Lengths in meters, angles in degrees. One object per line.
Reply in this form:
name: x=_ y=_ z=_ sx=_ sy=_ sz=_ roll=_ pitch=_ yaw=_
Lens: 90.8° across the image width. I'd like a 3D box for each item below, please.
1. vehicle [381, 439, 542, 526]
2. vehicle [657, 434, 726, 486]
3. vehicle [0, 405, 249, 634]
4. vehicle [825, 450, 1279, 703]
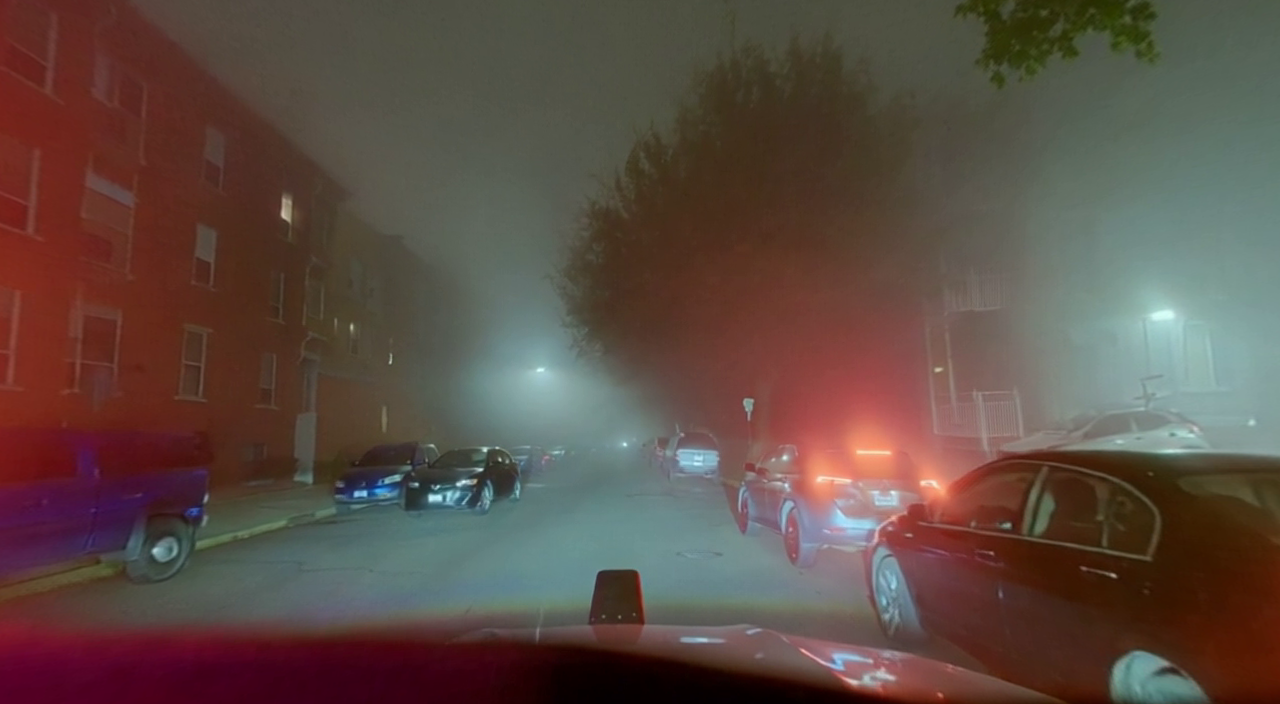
vehicle: x=-3.529 y=2.639 z=13.466 sx=1.966 sy=1.515 sz=4.394 roll=0 pitch=-8 yaw=3
vehicle: x=1.735 y=3.787 z=22.488 sx=1.878 sy=1.664 sz=4.033 roll=1 pitch=-8 yaw=-3
vehicle: x=-6.513 y=1.541 z=5.745 sx=2.308 sy=1.877 sz=6.060 roll=-4 pitch=-8 yaw=-2
vehicle: x=2.435 y=1.151 z=2.969 sx=1.720 sy=1.333 sz=4.233 roll=0 pitch=-8 yaw=-2
